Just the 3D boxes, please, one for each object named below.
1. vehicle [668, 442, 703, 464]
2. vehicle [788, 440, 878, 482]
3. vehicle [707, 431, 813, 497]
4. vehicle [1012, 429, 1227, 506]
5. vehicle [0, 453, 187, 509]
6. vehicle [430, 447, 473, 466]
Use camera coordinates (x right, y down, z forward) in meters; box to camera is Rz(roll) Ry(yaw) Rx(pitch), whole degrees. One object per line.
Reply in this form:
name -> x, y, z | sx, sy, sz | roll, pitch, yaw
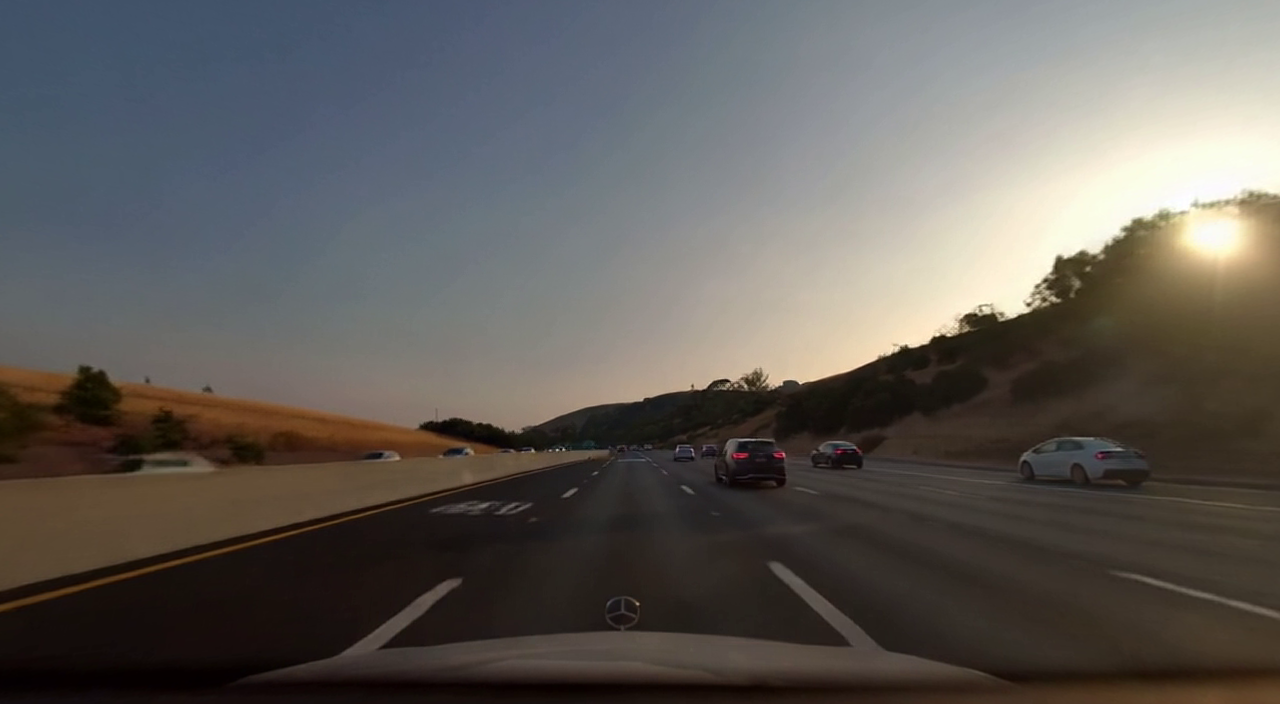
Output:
vehicle -> 3.203, 7.166, 44.892 | 2.038, 1.477, 4.313 | 0, -9, -2
vehicle -> 7.155, 4.070, 23.910 | 1.952, 1.442, 4.259 | 0, -8, -1
vehicle -> 3.200, 3.108, 17.878 | 1.977, 1.601, 4.598 | 0, -9, -1
vehicle -> 11.055, 2.667, 15.039 | 1.844, 1.560, 4.085 | 0, -8, -1
vehicle -> -14.523, 3.405, 17.131 | 1.583, 1.220, 3.939 | 0, -8, 0
vehicle -> -14.554, 8.057, 49.016 | 1.962, 1.309, 4.240 | 1, -8, 2
